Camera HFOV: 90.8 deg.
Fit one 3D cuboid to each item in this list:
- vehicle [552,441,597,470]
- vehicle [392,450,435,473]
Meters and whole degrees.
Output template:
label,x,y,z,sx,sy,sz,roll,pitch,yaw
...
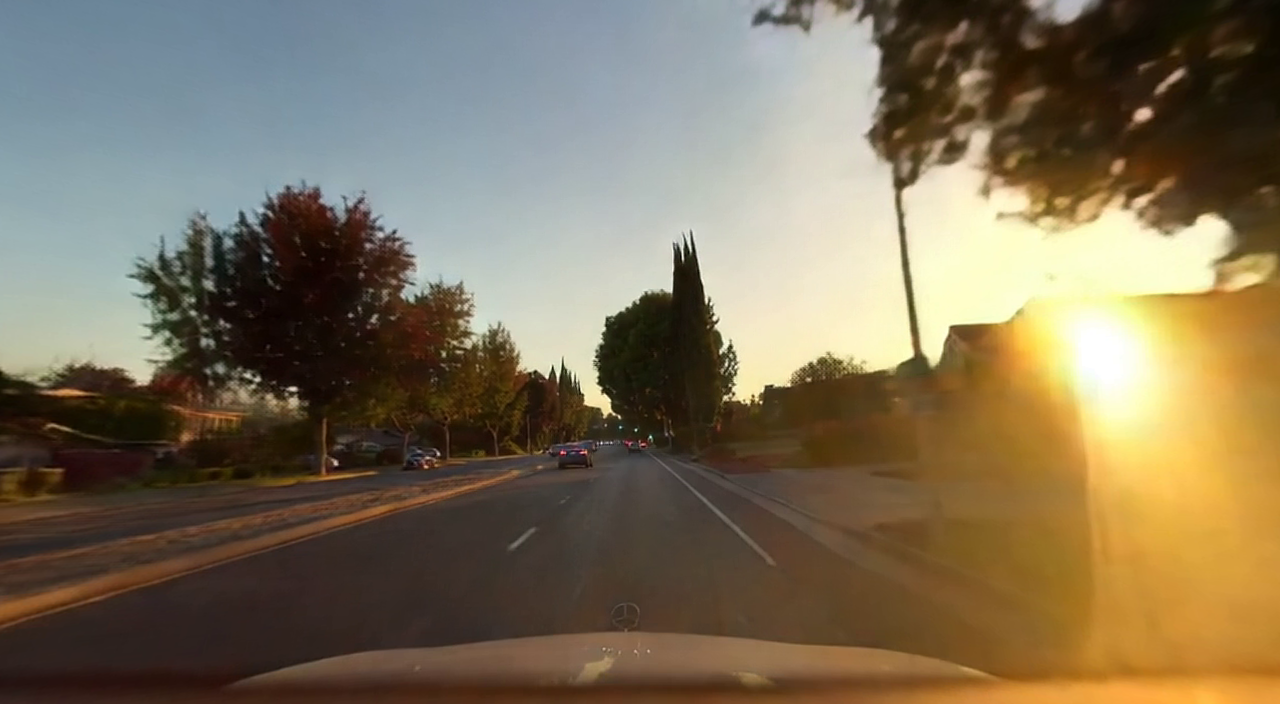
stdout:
label,x,y,z,sx,sy,sz,roll,pitch,yaw
vehicle,-3.502,5.639,34.554,1.992,1.447,4.044,0,-8,0
vehicle,-17.777,8.601,49.793,1.900,1.474,4.431,-4,-7,-2
